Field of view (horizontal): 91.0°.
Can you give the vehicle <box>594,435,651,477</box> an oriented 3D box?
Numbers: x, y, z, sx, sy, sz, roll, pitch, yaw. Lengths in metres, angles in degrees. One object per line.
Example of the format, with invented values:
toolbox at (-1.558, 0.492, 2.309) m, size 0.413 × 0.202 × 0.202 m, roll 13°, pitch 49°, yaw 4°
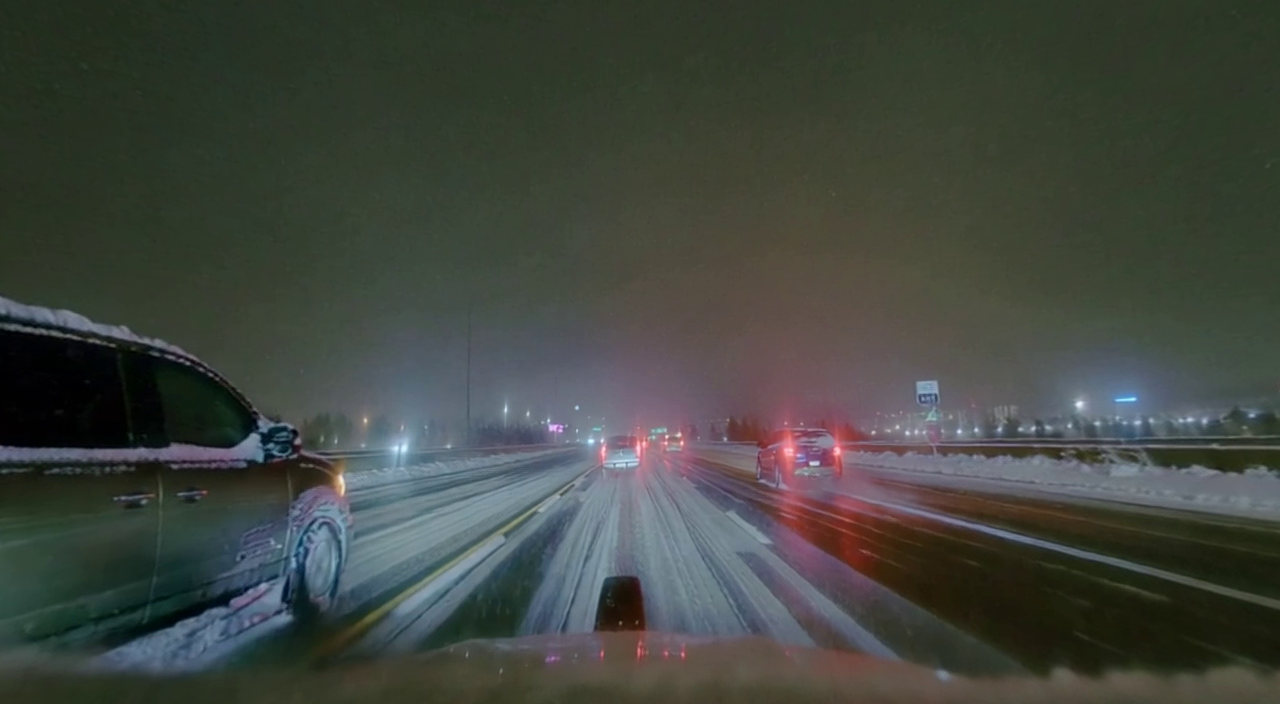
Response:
vehicle at (-0.692, 4.252, 26.031) m, size 2.147 × 1.576 × 3.964 m, roll 0°, pitch -8°, yaw -1°
